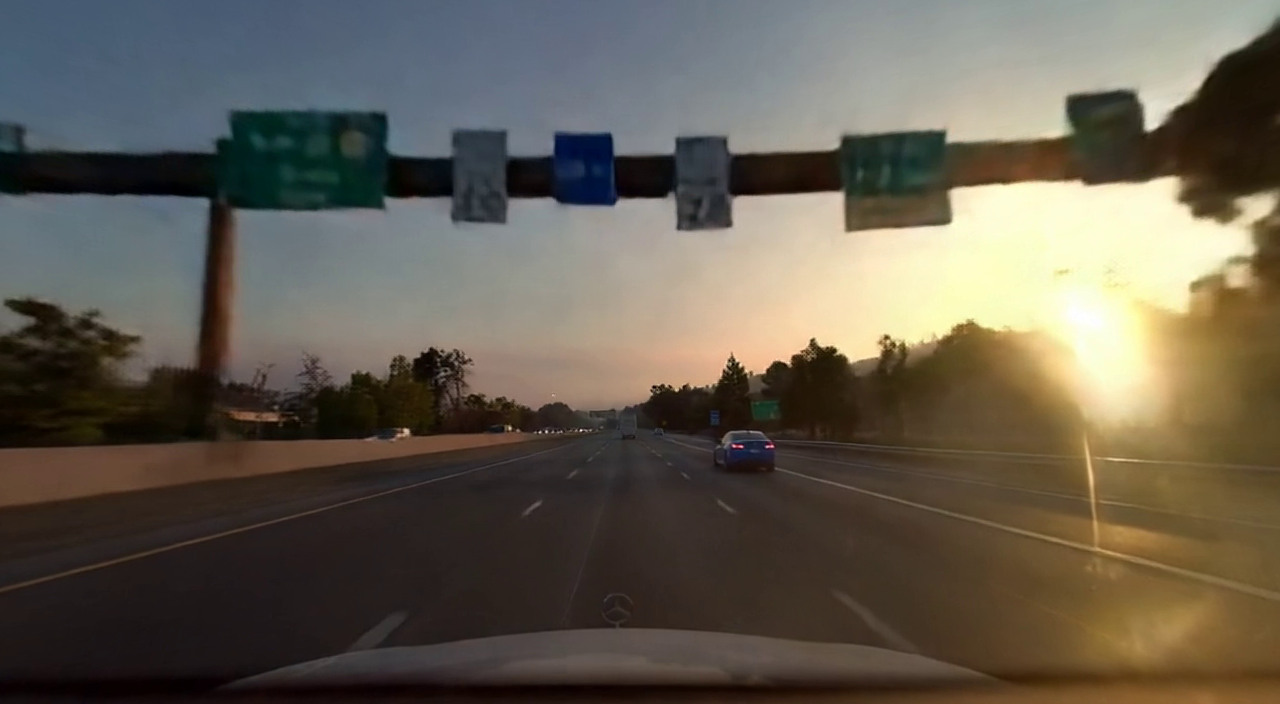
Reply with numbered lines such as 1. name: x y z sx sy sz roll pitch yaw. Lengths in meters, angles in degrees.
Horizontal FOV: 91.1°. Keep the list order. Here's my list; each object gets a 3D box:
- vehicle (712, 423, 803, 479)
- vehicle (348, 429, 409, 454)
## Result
1. vehicle: 3.581 3.096 19.915 1.973 1.563 3.959 1 -8 -2
2. vehicle: -16.578 5.679 40.067 1.897 1.522 4.765 0 -8 -1
